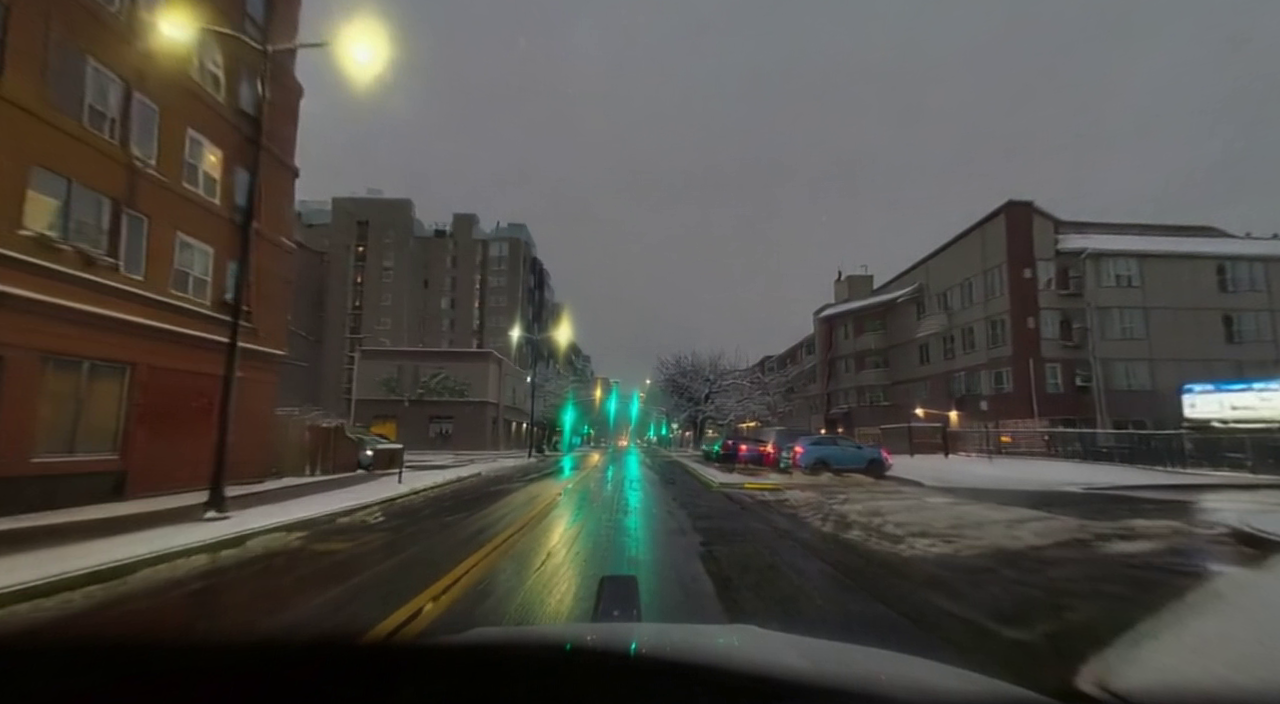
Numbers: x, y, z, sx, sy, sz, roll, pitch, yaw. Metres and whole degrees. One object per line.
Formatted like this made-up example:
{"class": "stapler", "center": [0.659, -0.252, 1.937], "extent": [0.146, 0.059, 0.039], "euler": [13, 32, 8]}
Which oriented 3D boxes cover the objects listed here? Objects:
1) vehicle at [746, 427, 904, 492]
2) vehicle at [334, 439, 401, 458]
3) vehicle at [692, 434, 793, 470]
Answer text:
{"class": "vehicle", "center": [4.897, 2.763, 16.614], "extent": [3.844, 1.524, 1.847], "euler": [4, -9, -31]}
{"class": "vehicle", "center": [-19.629, 6.954, 45.549], "extent": [2.660, 1.211, 4.739], "euler": [-1, -8, 2]}
{"class": "vehicle", "center": [4.596, 4.460, 28.340], "extent": [4.033, 1.514, 1.974], "euler": [3, -9, -24]}
